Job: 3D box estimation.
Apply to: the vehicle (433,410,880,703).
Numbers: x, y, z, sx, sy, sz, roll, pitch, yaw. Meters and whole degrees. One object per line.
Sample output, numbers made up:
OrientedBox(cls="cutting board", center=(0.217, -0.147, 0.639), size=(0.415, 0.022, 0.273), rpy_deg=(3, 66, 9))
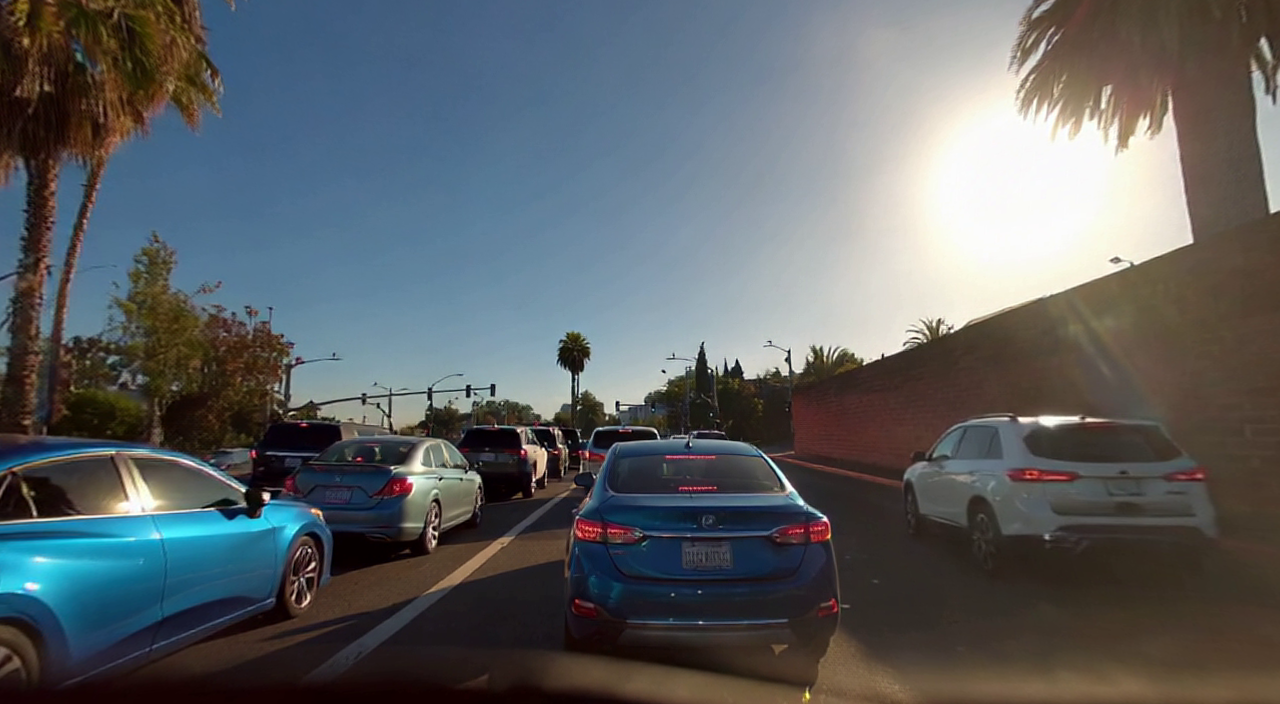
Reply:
OrientedBox(cls="vehicle", center=(0.045, 1.338, 5.195), size=(2.128, 1.473, 4.272), rpy_deg=(0, -8, -1))

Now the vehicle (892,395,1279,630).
OrientedBox(cls="vehicle", center=(4.427, 1.524, 6.988), size=(2.112, 1.717, 4.432), rpy_deg=(-2, -9, 10))

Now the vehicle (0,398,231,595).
OrientedBox(cls="vehicle", center=(-6.674, 1.403, 6.384), size=(1.963, 1.721, 4.662), rpy_deg=(0, -8, -2))

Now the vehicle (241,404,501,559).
OrientedBox(cls="vehicle", center=(-3.518, 1.778, 9.271), size=(2.055, 1.746, 4.136), rpy_deg=(0, -8, -1))
